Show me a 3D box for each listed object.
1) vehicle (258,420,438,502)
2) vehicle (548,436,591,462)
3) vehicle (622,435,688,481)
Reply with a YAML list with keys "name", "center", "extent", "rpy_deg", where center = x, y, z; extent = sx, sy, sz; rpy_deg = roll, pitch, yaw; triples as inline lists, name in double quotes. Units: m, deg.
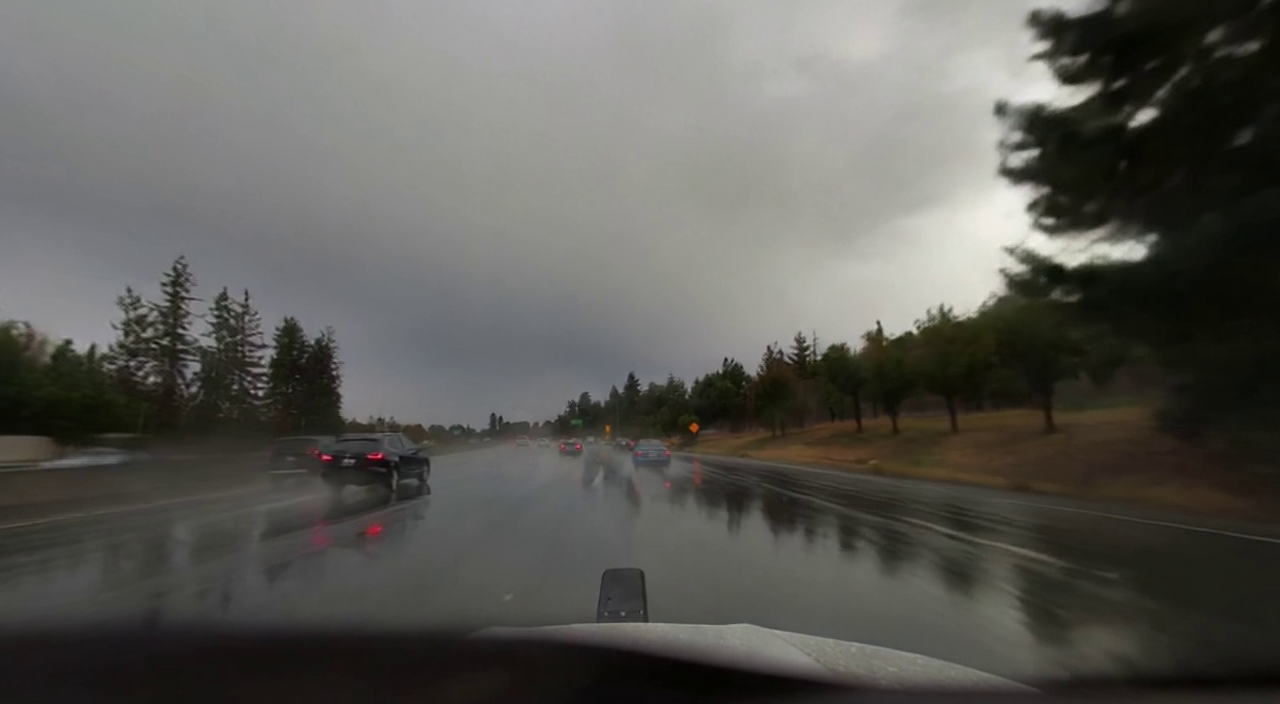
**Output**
- name: "vehicle"
  center: [-6.838, 2.613, 15.502]
  extent: [2.221, 1.693, 4.631]
  rpy_deg: [0, -8, 0]
- name: "vehicle"
  center: [-4.297, 6.017, 39.252]
  extent: [2.246, 1.519, 4.980]
  rpy_deg: [0, -8, -2]
- name: "vehicle"
  center: [0.428, 3.632, 21.871]
  extent: [2.051, 1.444, 3.927]
  rpy_deg: [0, -8, -1]
